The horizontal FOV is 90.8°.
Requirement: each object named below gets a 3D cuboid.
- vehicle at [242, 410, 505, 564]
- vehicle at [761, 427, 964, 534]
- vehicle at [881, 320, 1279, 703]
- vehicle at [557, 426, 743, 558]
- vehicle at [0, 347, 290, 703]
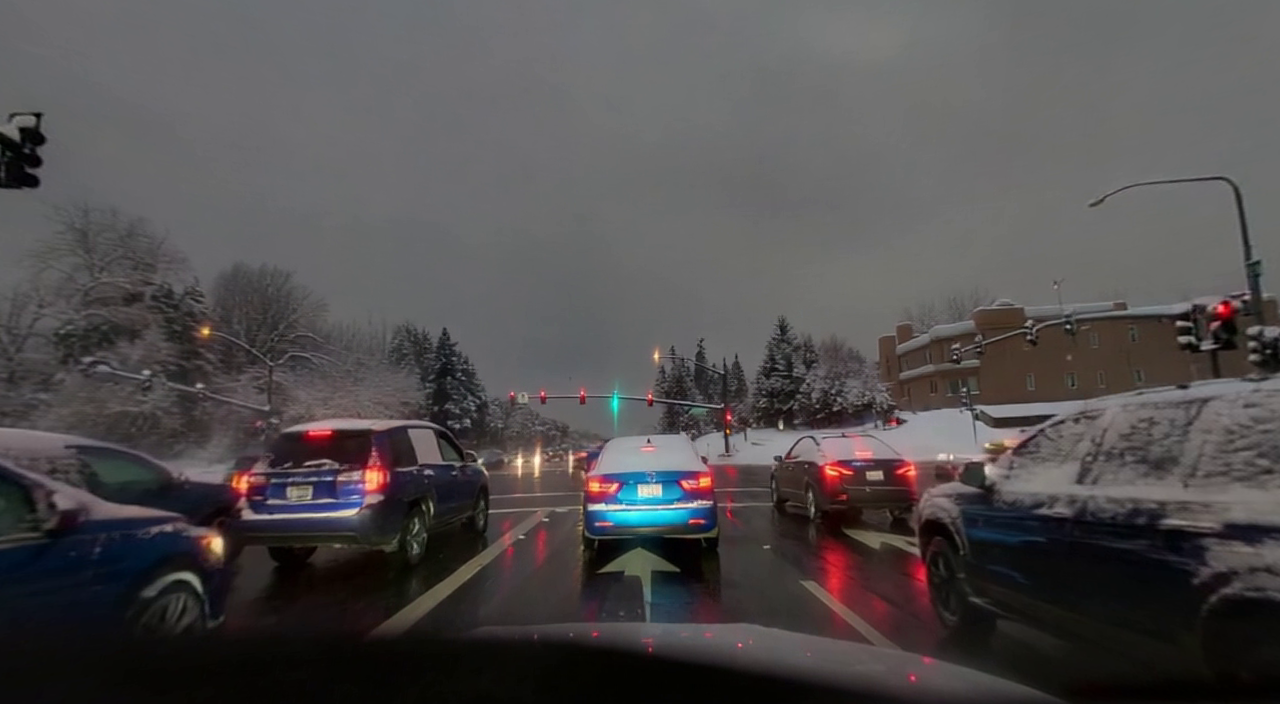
[{"bbox_3d":[-3.427,1.828,9.221,1.958,1.693,4.242,0,-9,0],"label":"vehicle"},{"bbox_3d":[3.535,2.132,11.082,1.874,1.487,4.404,0,-9,-1],"label":"vehicle"},{"bbox_3d":[3.233,0.922,3.289,2.178,1.691,4.314,0,-9,-1],"label":"vehicle"},{"bbox_3d":[0.056,1.900,9.275,2.114,1.482,4.056,0,-9,-2],"label":"vehicle"},{"bbox_3d":[-3.355,0.759,1.907,2.034,1.655,4.465,0,-9,0],"label":"vehicle"}]
